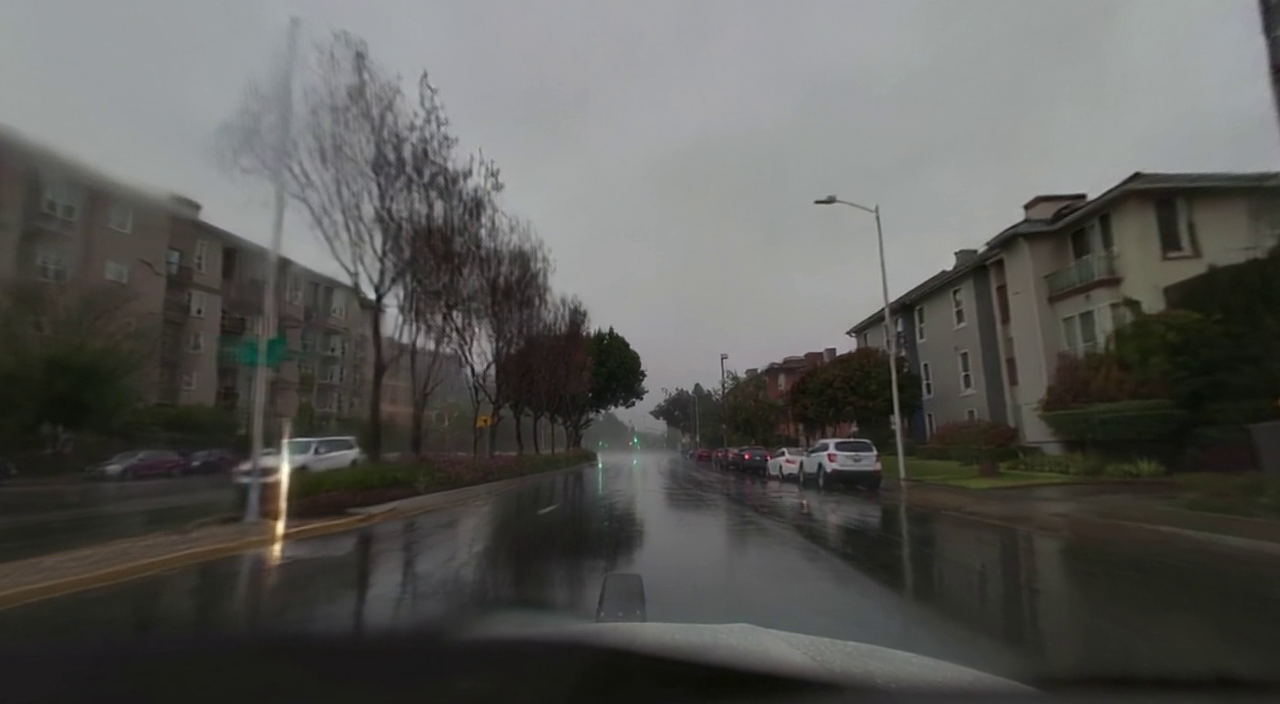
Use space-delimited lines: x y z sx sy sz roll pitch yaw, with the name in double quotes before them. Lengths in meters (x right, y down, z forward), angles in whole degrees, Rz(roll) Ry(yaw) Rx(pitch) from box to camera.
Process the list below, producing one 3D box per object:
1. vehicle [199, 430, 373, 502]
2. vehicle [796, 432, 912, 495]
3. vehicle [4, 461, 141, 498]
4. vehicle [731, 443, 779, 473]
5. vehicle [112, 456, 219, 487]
"vehicle" -11.805 3.828 21.727 2.445 2.105 5.995 0 -9 0
"vehicle" 7.116 3.749 21.588 2.241 1.877 4.810 0 -9 0
"vehicle" -25.721 5.772 28.798 1.931 1.427 4.578 0 -9 1
"vehicle" 6.884 6.345 38.022 2.078 1.699 4.292 0 -9 0
"vehicle" -25.605 6.434 34.189 1.939 1.514 4.793 -1 -9 2
